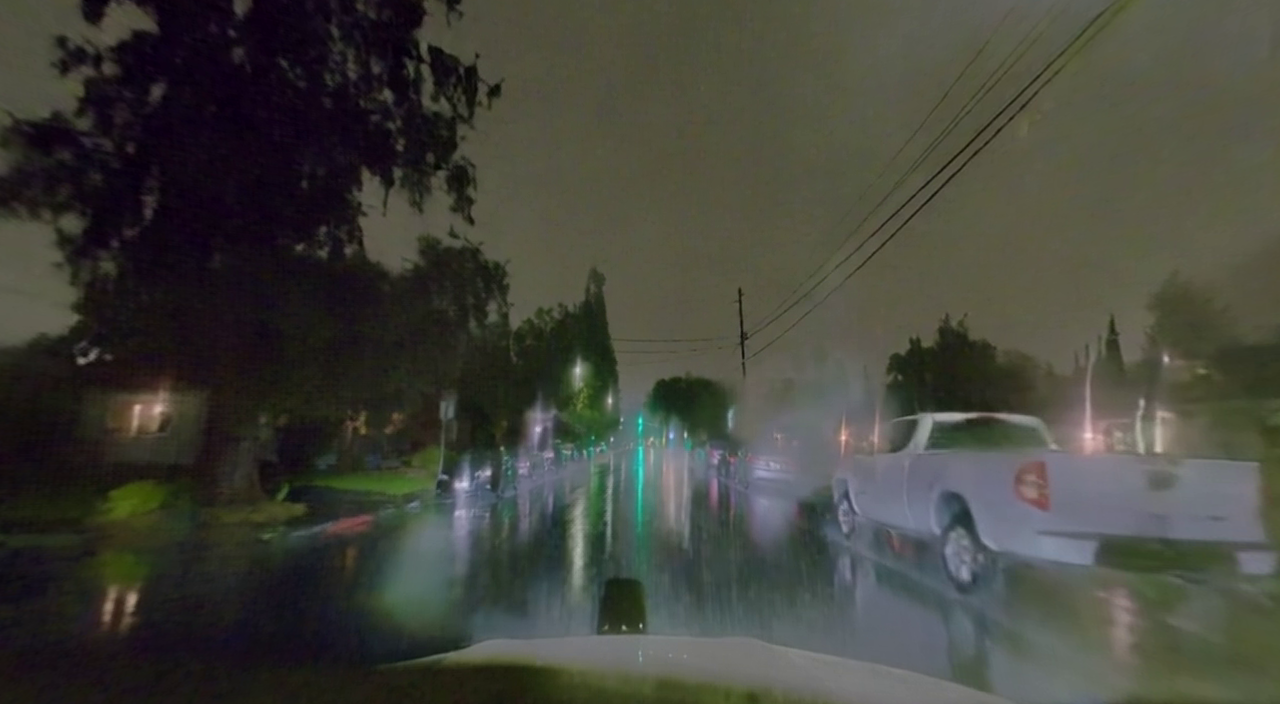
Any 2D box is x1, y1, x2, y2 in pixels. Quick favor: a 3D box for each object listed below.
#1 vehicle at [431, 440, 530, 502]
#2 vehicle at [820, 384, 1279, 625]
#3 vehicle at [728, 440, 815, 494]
[{"bbox_3d":[-4.462,3.363,18.258,1.870,1.562,4.212,0,-8,-2],"label":"vehicle"},{"bbox_3d":[4.086,1.579,7.611,2.215,1.897,5.131,0,-8,0],"label":"vehicle"},{"bbox_3d":[4.119,3.665,20.452,1.862,1.525,4.421,0,-8,0],"label":"vehicle"}]
